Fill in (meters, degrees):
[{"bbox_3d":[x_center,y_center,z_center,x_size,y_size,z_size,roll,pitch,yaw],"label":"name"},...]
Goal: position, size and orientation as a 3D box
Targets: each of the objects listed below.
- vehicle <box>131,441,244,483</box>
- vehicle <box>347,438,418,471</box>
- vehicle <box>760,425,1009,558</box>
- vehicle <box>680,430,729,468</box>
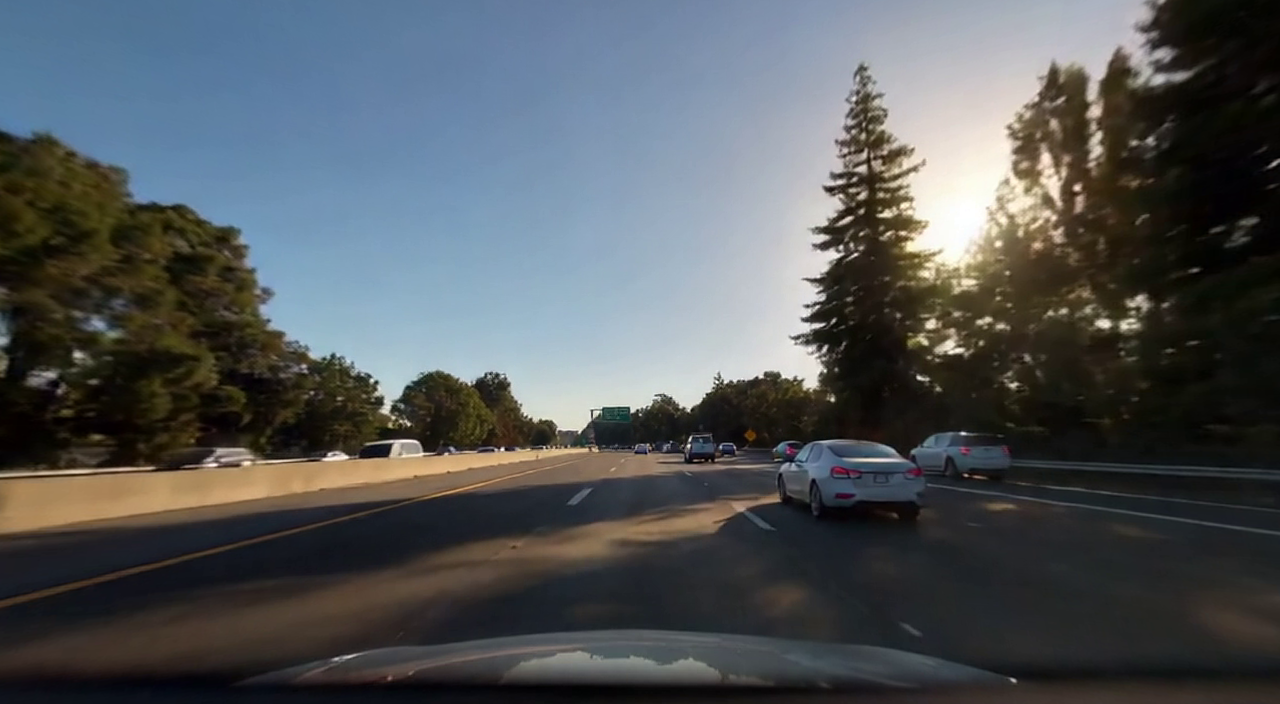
[{"bbox_3d":[-21.070,5.125,29.651,1.960,1.795,4.431,0,-8,0],"label":"vehicle"},{"bbox_3d":[-13.707,5.475,33.908,1.909,1.599,4.476,0,-8,0],"label":"vehicle"},{"bbox_3d":[3.325,1.986,9.817,1.978,1.535,4.705,0,-8,0],"label":"vehicle"},{"bbox_3d":[3.637,5.613,36.600,2.218,1.964,5.662,0,-8,0],"label":"vehicle"}]
